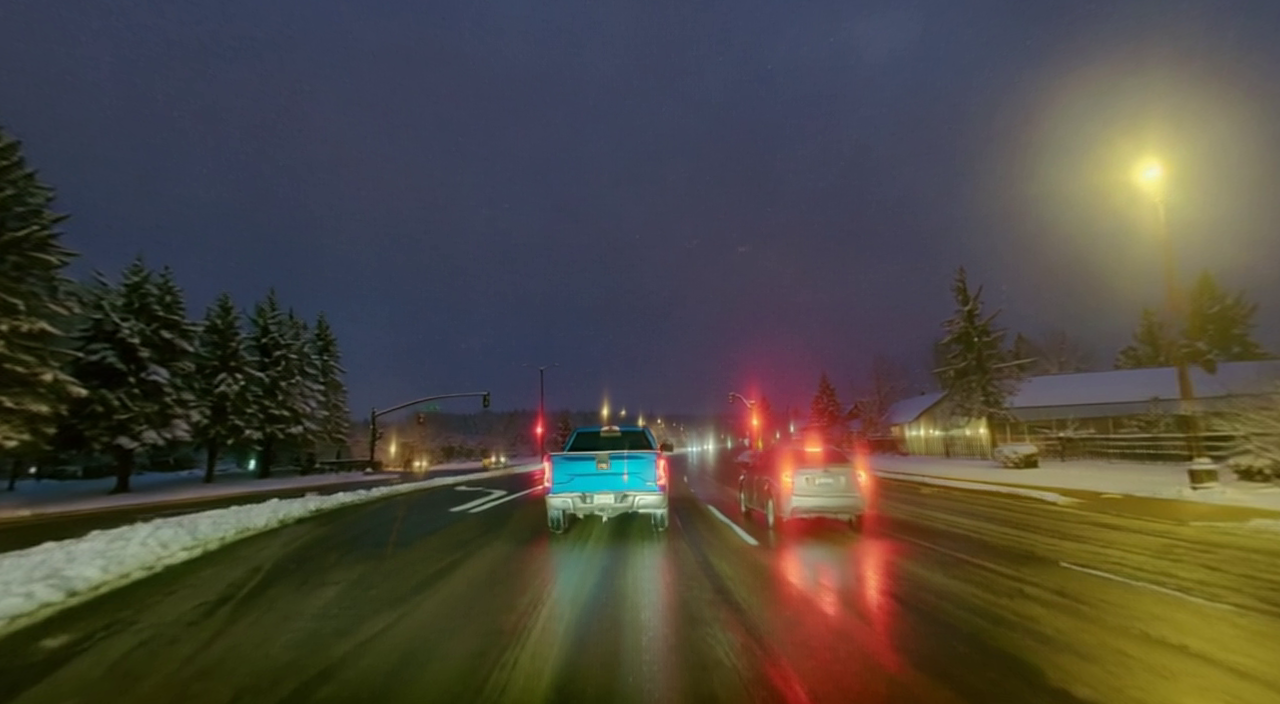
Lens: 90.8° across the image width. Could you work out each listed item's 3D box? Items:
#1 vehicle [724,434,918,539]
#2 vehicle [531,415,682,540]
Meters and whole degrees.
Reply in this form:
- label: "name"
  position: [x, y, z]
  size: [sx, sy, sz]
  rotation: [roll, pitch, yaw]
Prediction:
- label: "vehicle"
  position: [2.922, 2.278, 11.410]
  size: [2.073, 1.484, 4.437]
  rotation: [0, -8, -2]
- label: "vehicle"
  position: [-0.495, 2.149, 11.454]
  size: [2.145, 1.762, 4.731]
  rotation: [0, -8, -1]
